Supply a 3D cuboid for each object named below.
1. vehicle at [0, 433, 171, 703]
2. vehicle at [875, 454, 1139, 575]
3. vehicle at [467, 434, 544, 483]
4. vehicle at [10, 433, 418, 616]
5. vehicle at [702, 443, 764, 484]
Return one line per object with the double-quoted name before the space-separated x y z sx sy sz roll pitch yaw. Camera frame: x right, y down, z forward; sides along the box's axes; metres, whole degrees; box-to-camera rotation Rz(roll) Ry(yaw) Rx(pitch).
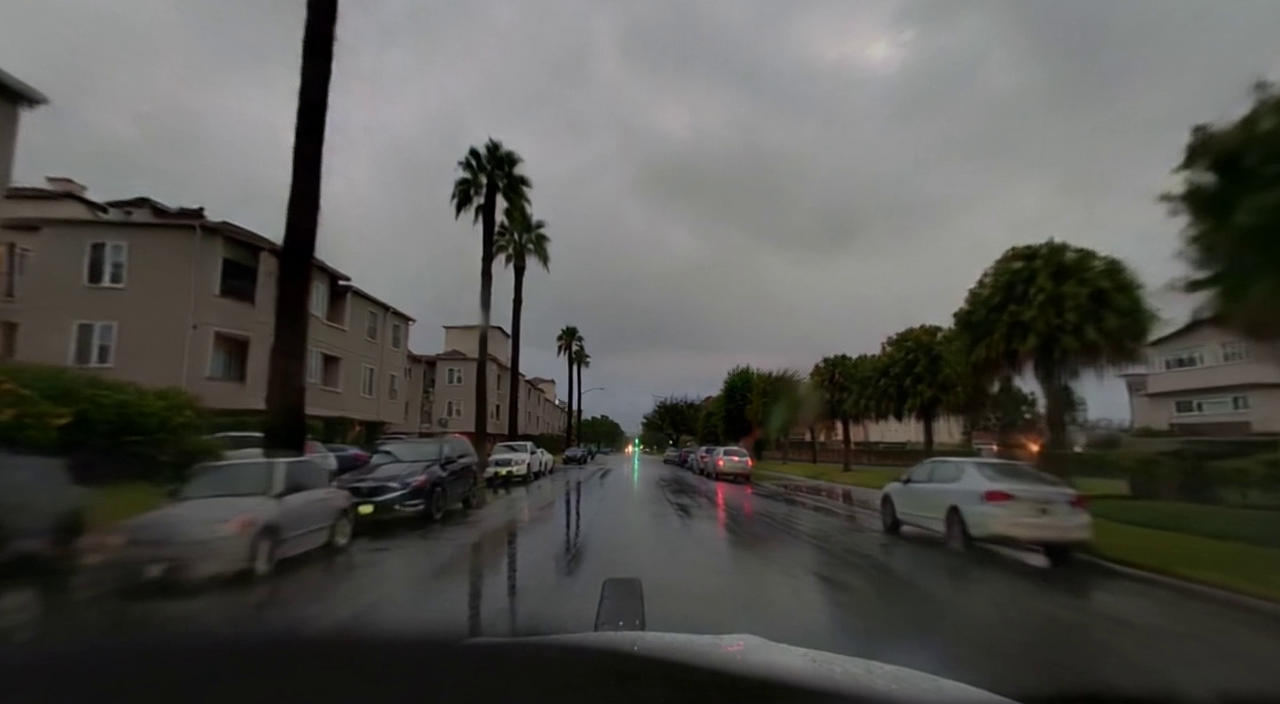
"vehicle" -4.425 0.972 2.079 2.066 1.506 4.719 1 -9 1
"vehicle" 5.293 2.337 9.774 1.812 1.461 3.575 0 -9 -2
"vehicle" -5.735 4.658 27.830 2.358 1.905 5.615 0 -9 -2
"vehicle" -4.390 1.797 7.594 1.840 1.464 4.368 2 -9 -1
"vehicle" 4.333 5.276 30.287 1.969 1.782 4.677 1 -9 -4
